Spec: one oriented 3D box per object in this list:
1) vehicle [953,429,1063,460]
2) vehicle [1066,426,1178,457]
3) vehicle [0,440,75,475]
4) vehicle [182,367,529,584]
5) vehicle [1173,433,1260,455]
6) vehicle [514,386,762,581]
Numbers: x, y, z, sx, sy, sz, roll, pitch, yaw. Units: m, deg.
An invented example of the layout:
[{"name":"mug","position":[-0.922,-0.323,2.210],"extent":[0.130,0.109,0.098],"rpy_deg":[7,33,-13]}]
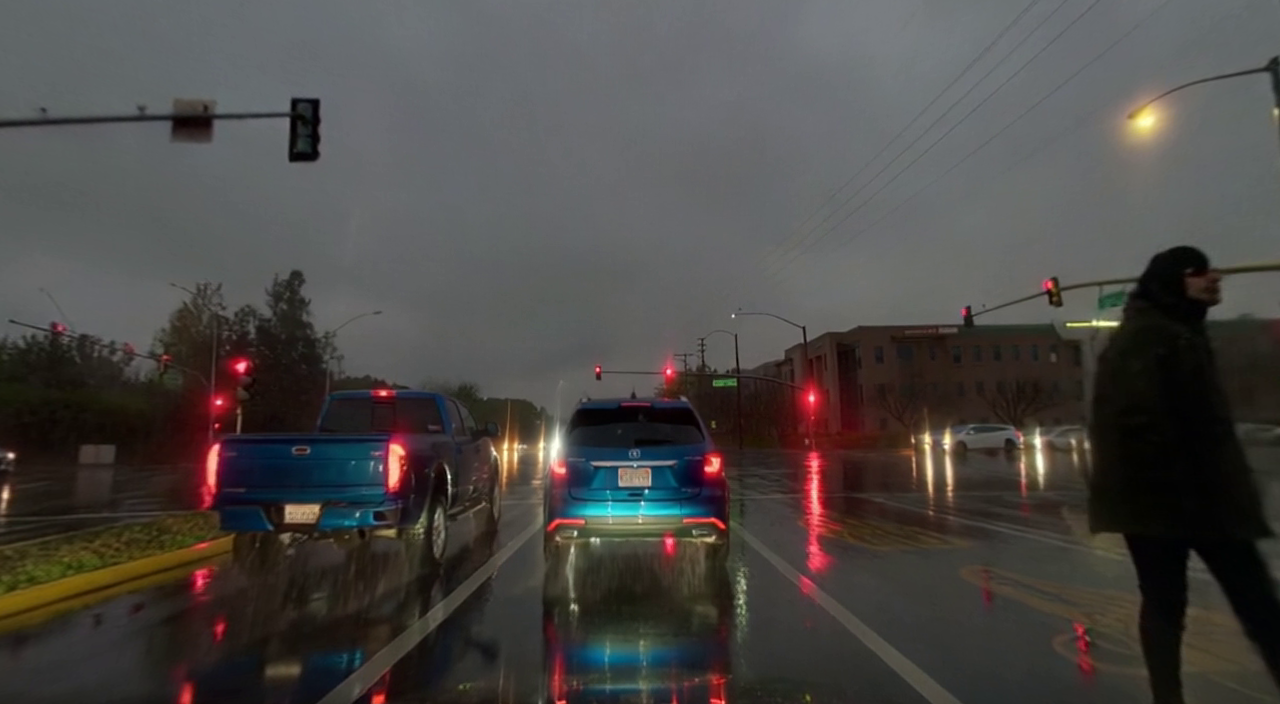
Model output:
[{"name":"vehicle","position":[19.315,4.872,33.048],"extent":[4.624,1.601,1.871],"rpy_deg":[0,-8,-3]},{"name":"vehicle","position":[27.938,5.202,36.504],"extent":[4.849,1.759,2.041],"rpy_deg":[0,-8,-3]},{"name":"vehicle","position":[-32.177,5.370,32.135],"extent":[4.406,1.682,2.040],"rpy_deg":[0,-8,-1]},{"name":"vehicle","position":[-2.952,1.444,8.082],"extent":[2.220,1.926,4.870],"rpy_deg":[0,-8,-1]},{"name":"vehicle","position":[40.210,6.423,43.818],"extent":[4.396,1.479,1.778],"rpy_deg":[0,-8,-3]},{"name":"vehicle","position":[-0.062,1.520,8.041],"extent":[2.204,1.738,4.690],"rpy_deg":[0,-8,-1]}]
